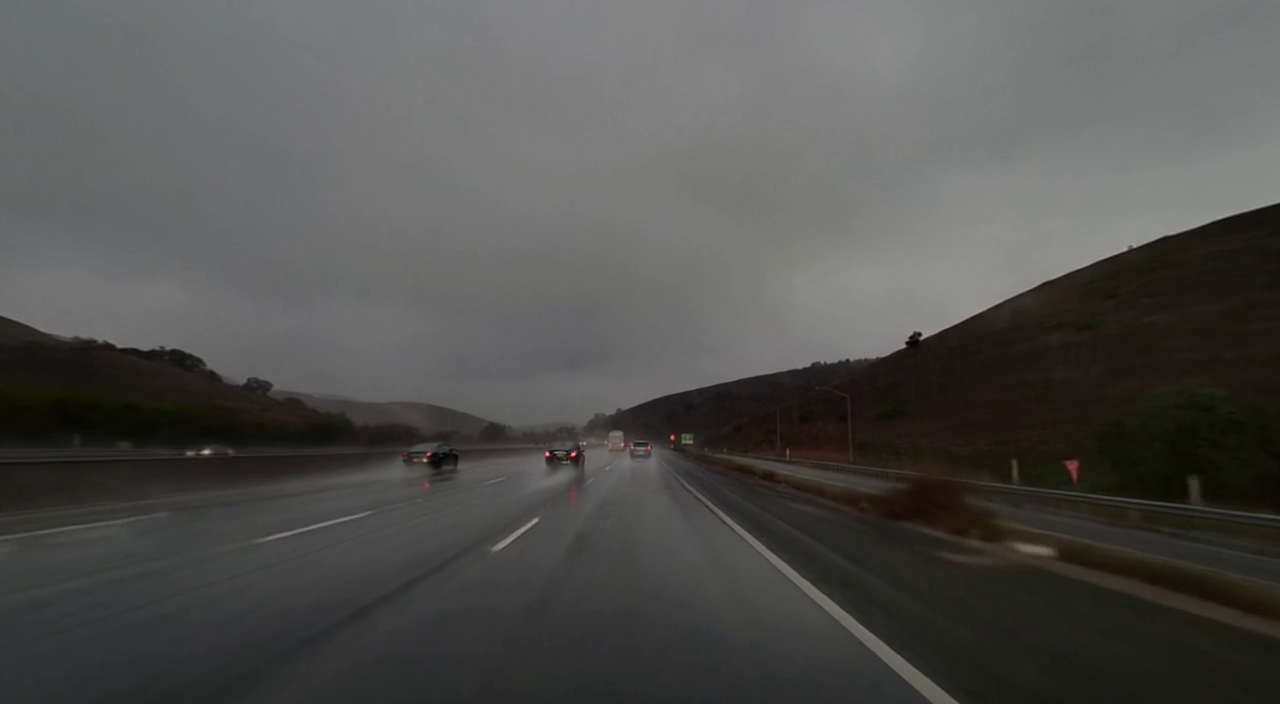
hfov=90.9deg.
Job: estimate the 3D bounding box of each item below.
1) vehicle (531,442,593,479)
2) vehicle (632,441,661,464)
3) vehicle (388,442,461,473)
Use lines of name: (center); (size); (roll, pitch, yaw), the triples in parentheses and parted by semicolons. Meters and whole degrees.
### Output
vehicle: (-3.370, 4.797, 28.263); (2.080, 1.505, 4.649); (-1, -8, 1)
vehicle: (0.503, 7.725, 48.726); (2.138, 1.674, 4.044); (0, -8, 1)
vehicle: (-10.907, 5.361, 32.349); (1.945, 1.466, 4.947); (0, -8, 1)
